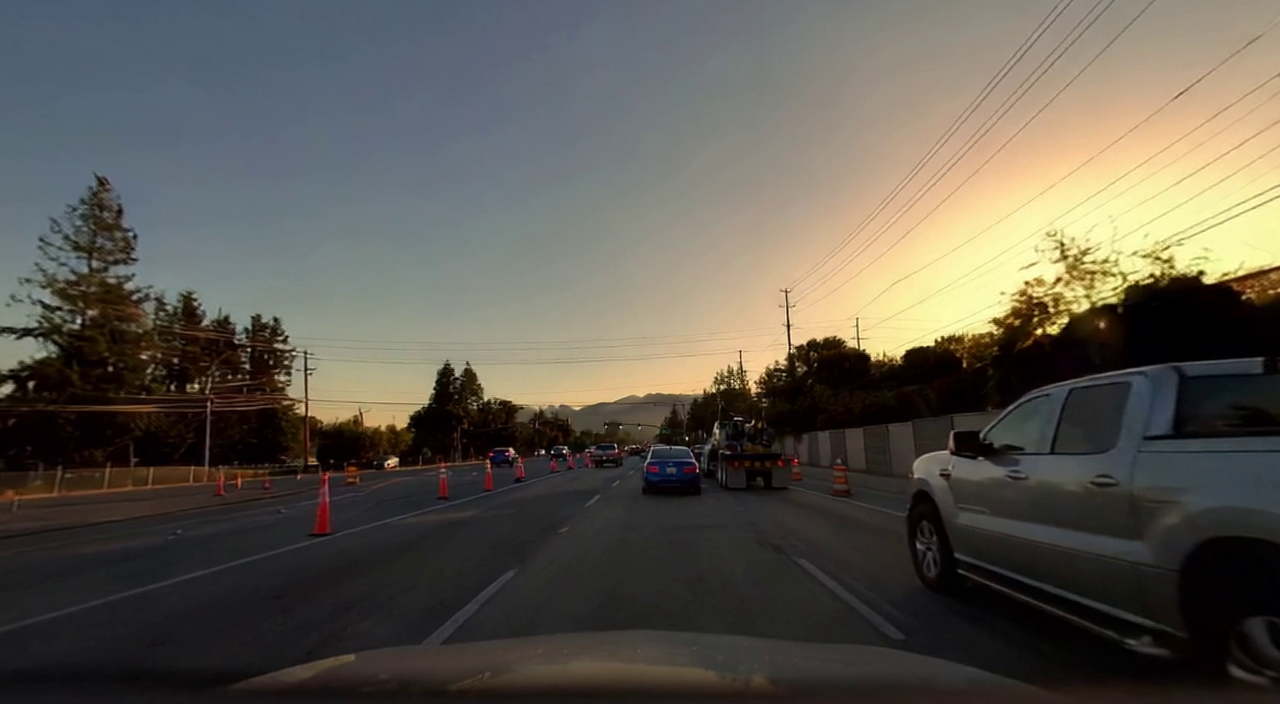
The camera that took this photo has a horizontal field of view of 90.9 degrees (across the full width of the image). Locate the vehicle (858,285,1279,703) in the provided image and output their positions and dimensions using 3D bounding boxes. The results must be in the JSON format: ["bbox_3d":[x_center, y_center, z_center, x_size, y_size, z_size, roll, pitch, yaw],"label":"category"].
[{"bbox_3d":[3.790,0.976,3.980,2.555,2.017,6.201,0,-9,0],"label":"vehicle"}]

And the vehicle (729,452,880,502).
[{"bbox_3d":[4.930,3.949,20.648,2.554,1.217,7.611,1,-8,-3],"label":"vehicle"}]

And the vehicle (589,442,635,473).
[{"bbox_3d":[-1.604,6.259,37.657,1.989,1.729,4.184,-1,-9,8],"label":"vehicle"}]

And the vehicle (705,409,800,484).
[{"bbox_3d":[4.686,4.139,27.723,2.953,2.907,6.339,0,-8,0],"label":"vehicle"}]

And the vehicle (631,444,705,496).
[{"bbox_3d":[0.798,3.703,20.248,2.128,1.473,4.272,0,-8,0],"label":"vehicle"}]

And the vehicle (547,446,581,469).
[{"bbox_3d":[-5.491,7.637,45.939,1.999,1.538,4.325,0,-8,0],"label":"vehicle"}]

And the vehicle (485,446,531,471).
[{"bbox_3d":[-8.511,6.933,41.207,2.018,1.490,4.926,0,-8,-1],"label":"vehicle"}]
